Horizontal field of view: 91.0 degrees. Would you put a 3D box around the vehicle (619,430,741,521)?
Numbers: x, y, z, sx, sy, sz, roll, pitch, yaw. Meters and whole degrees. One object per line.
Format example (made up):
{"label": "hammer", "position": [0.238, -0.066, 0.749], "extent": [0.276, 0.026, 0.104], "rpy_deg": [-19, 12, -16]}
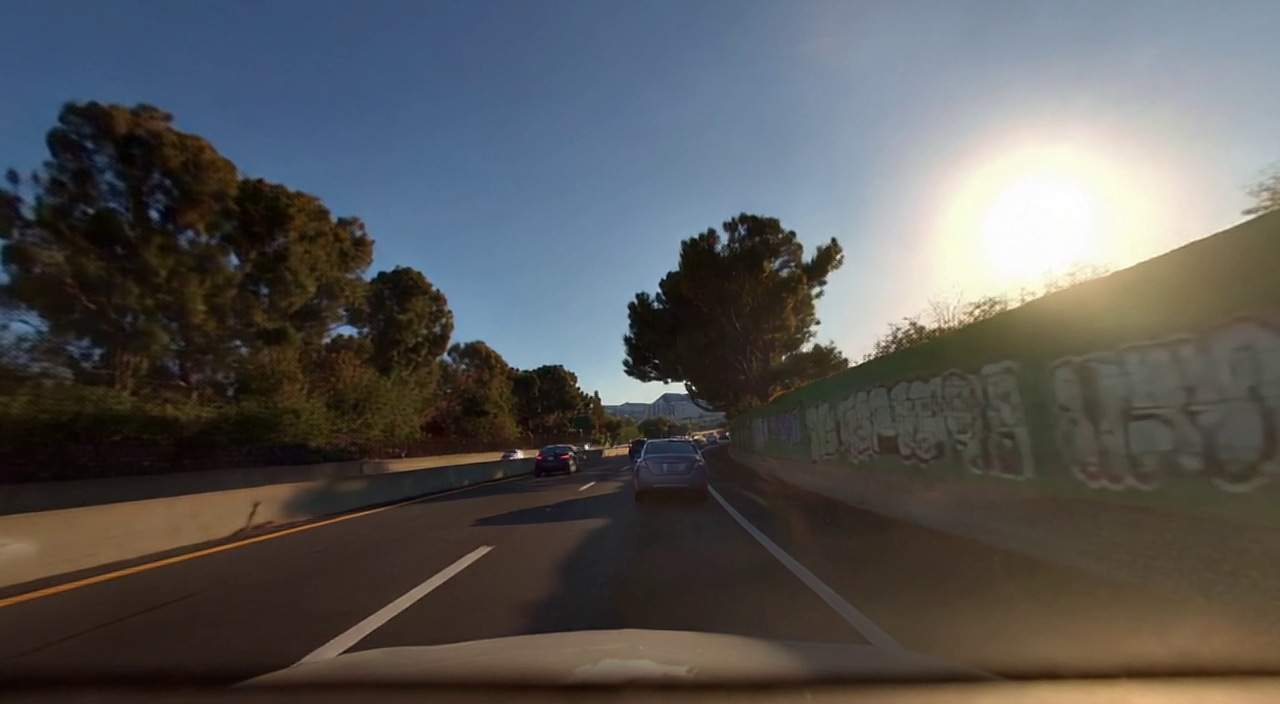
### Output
{"label": "vehicle", "position": [0.743, 2.388, 12.747], "extent": [2.077, 1.533, 3.854], "rpy_deg": [0, -8, 2]}

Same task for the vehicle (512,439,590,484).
{"label": "vehicle", "position": [-3.148, 3.976, 23.196], "extent": [2.059, 1.471, 4.152], "rpy_deg": [0, -8, 3]}
